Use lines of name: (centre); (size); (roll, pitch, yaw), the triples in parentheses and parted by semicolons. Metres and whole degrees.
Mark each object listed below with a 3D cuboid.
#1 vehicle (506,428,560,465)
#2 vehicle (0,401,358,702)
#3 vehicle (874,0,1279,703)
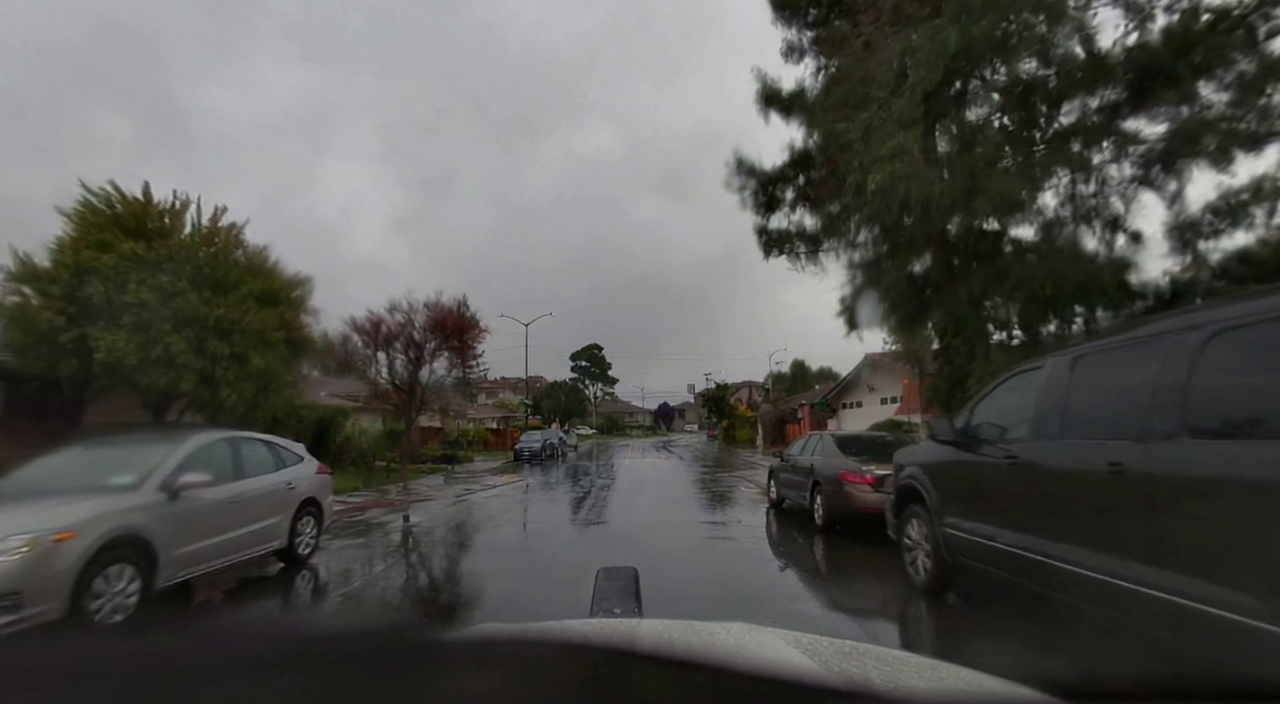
vehicle: (-5.609, 4.985, 33.425); (2.147, 1.780, 4.165); (0, -8, 0)
vehicle: (-4.343, 1.300, 5.211); (2.034, 1.552, 4.285); (0, -8, 0)
vehicle: (3.573, 0.302, 3.127); (2.541, 3.000, 5.932); (0, -8, 1)
